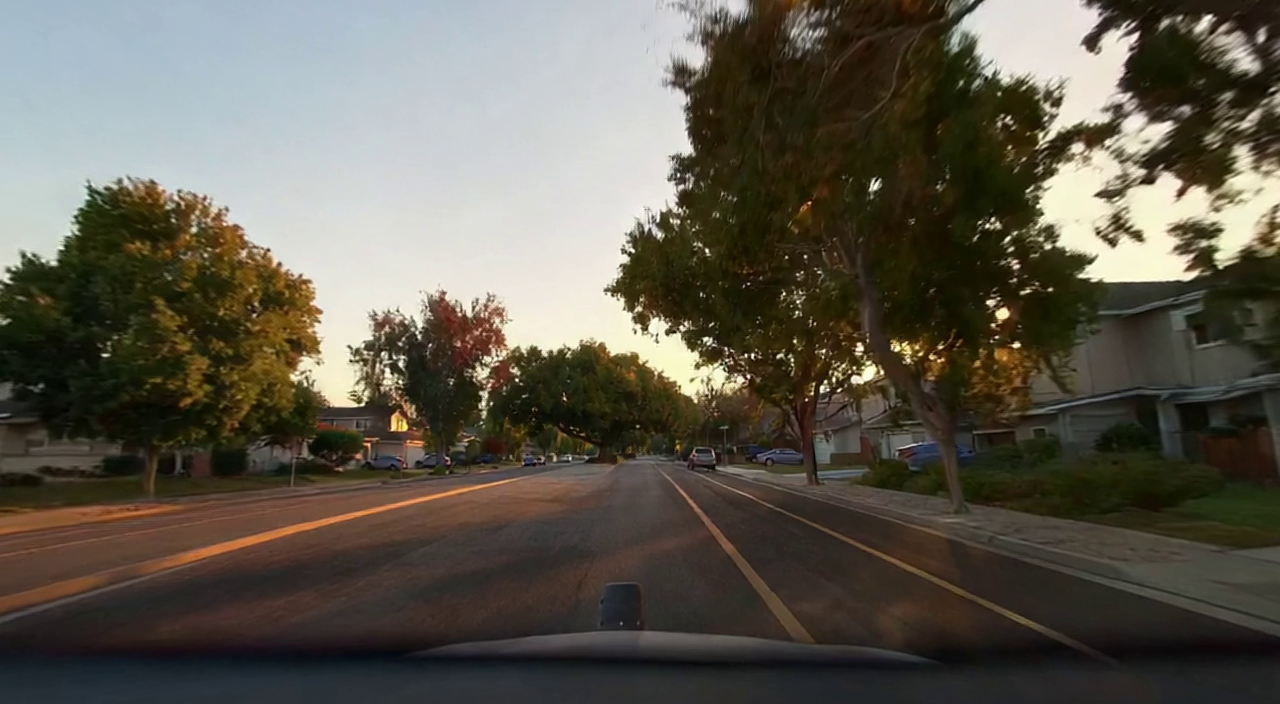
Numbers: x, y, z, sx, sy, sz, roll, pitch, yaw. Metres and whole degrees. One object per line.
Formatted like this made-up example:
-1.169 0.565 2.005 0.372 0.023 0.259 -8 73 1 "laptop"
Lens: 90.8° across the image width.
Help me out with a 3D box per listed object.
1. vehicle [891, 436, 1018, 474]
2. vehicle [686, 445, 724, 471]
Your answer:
13.894 4.554 28.097 4.570 1.502 1.877 -1 -8 -1 "vehicle"
4.799 7.874 47.206 2.196 1.801 4.778 0 -9 -1 "vehicle"
